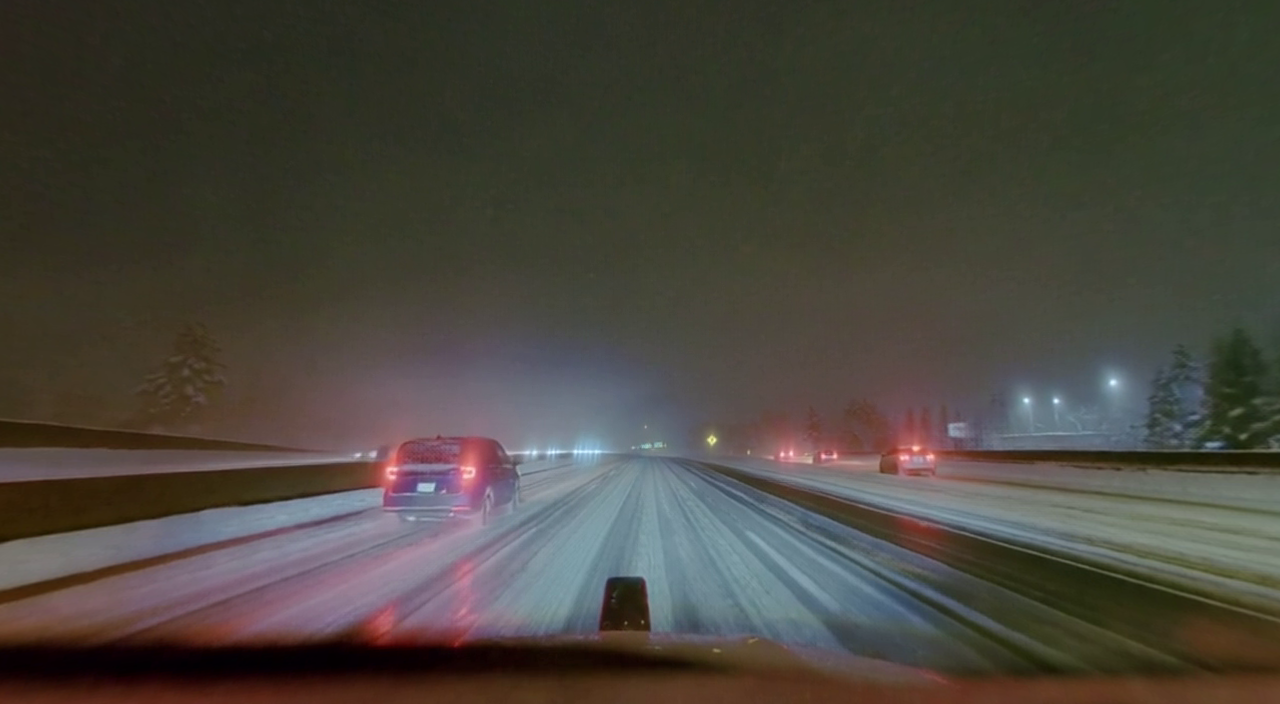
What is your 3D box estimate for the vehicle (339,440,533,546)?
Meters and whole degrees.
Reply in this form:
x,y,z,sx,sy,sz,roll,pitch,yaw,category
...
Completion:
x,y,z,sx,sy,sz,roll,pitch,yaw,category
-3.275,2.317,11.052,1.968,1.504,3.892,0,-8,2,vehicle
